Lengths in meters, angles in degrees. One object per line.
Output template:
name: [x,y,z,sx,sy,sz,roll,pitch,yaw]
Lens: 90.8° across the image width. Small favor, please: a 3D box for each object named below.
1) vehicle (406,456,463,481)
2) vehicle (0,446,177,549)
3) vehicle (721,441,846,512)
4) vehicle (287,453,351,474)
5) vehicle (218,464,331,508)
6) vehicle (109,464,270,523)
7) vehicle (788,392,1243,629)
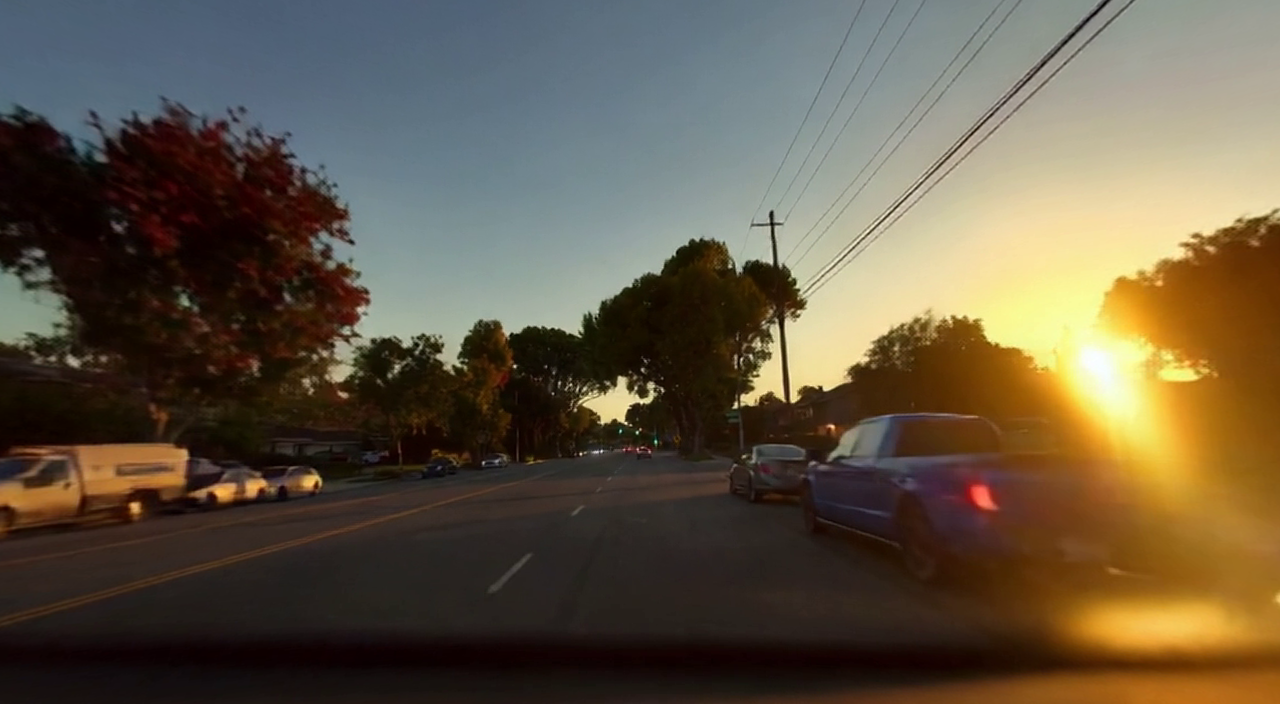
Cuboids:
vehicle: [-13.594,7.715,42.058,1.901,1.481,4.636,-1,-9,4]
vehicle: [-13.665,3.201,14.319,2.155,1.991,5.722,-3,-8,-2]
vehicle: [3.456,3.094,16.276,2.093,1.524,4.835,0,-9,0]
vehicle: [-24.154,8.442,47.641,3.894,1.459,1.638,0,-12,0]
vehicle: [-13.779,5.044,24.174,1.802,1.402,4.251,-1,-9,0]
vehicle: [-13.763,4.298,19.693,1.801,1.464,4.367,0,-8,0]
vehicle: [3.531,1.616,7.655,2.112,1.802,5.474,0,-8,0]
